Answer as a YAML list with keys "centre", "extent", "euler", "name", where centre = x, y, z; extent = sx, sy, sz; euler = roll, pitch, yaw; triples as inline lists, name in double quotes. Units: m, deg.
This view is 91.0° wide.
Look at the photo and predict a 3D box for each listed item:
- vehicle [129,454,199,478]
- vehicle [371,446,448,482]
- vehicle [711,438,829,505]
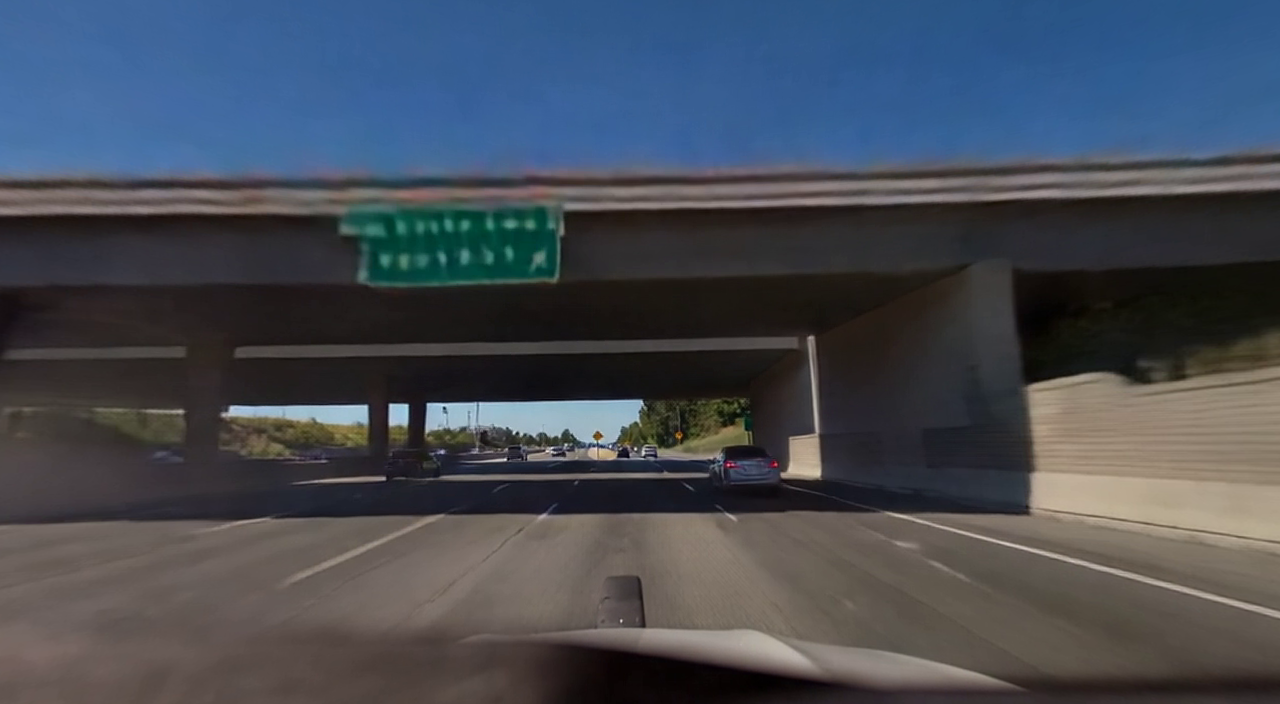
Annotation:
- centre: [-34.853, 8.331, 46.231]
  extent: [1.865, 1.601, 4.387]
  euler: [1, -9, -3]
  name: "vehicle"
- centre: [-10.818, 5.297, 30.007]
  extent: [2.072, 1.545, 4.687]
  euler: [1, -9, -3]
  name: "vehicle"
- centre: [3.258, 3.106, 16.748]
  extent: [2.079, 1.535, 4.316]
  euler: [0, -9, -2]
  name: "vehicle"
